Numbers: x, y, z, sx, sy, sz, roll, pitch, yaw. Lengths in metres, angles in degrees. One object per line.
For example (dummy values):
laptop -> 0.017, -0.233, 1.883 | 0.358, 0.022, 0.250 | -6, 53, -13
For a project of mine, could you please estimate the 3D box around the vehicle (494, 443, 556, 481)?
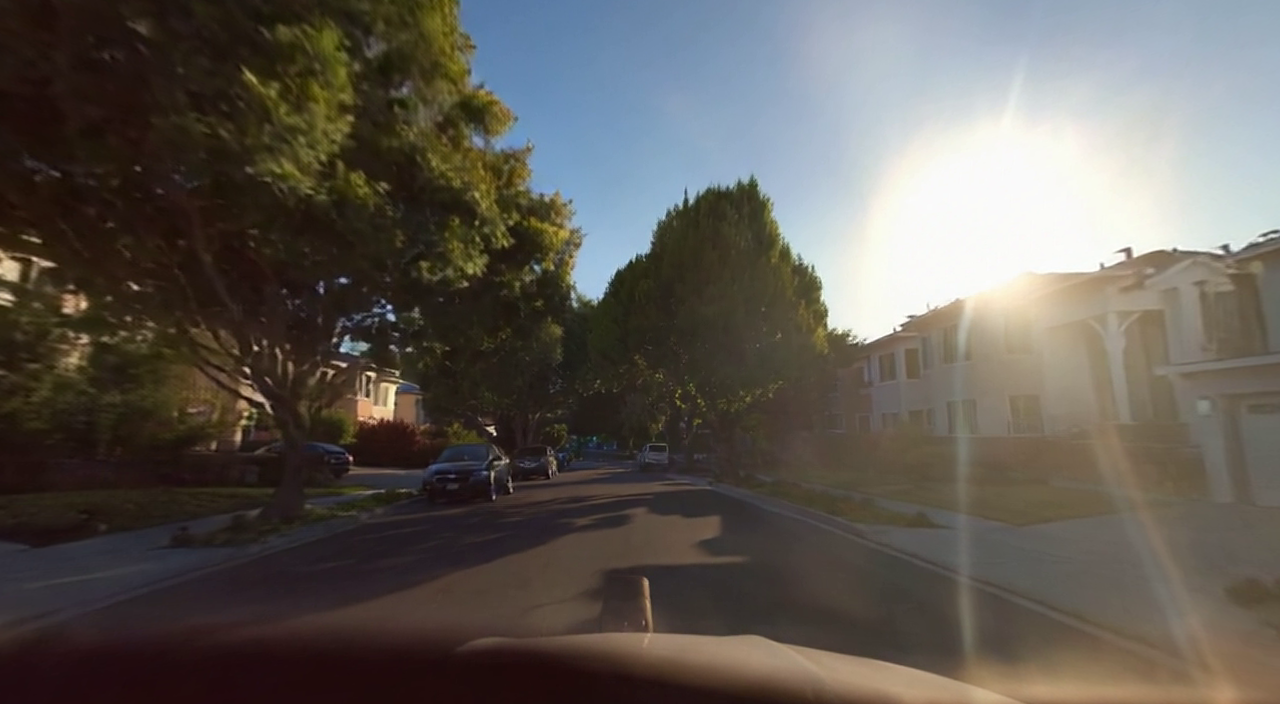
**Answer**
vehicle -> -5.046, 4.908, 28.388 | 2.086, 1.493, 4.582 | -1, -9, -2

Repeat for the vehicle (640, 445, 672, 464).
vehicle -> 1.207, 8.087, 49.850 | 2.000, 1.456, 5.251 | 1, -9, -5

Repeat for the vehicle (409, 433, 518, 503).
vehicle -> -4.717, 3.199, 17.615 | 1.974, 1.664, 4.539 | 0, -10, -4

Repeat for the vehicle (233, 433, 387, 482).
vehicle -> -11.820, 3.796, 22.824 | 4.414, 1.658, 1.988 | 0, -9, -3
